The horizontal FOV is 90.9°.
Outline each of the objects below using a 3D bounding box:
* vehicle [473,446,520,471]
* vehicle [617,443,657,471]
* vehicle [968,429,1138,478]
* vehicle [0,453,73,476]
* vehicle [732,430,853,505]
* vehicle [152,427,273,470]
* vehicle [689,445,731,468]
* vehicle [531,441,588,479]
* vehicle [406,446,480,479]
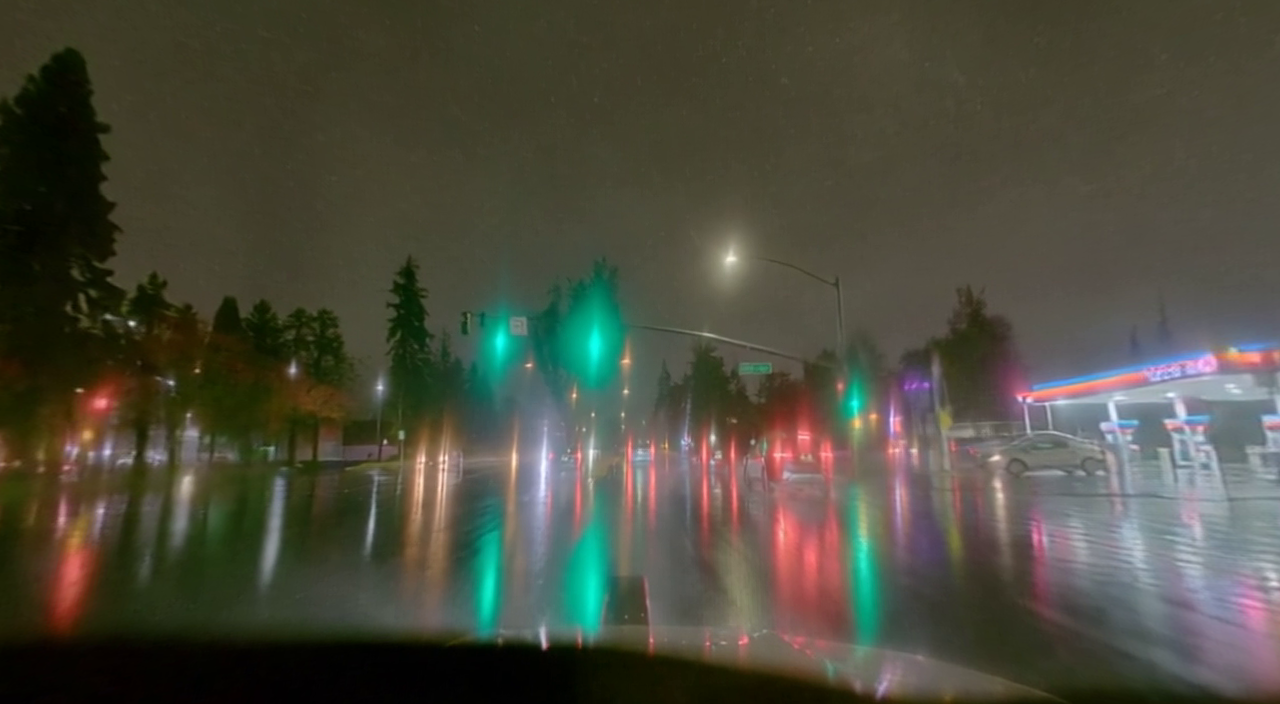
[{"bbox_3d":[-9.022,6.698,39.936,2.001,1.461,3.859,-1,-8,2],"label":"vehicle"},{"bbox_3d":[-0.156,5.937,35.804,2.104,1.477,4.591,0,-8,0],"label":"vehicle"},{"bbox_3d":[17.875,4.420,27.535,5.585,1.866,2.607,-1,-9,-3],"label":"vehicle"},{"bbox_3d":[-45.898,8.453,47.461,2.061,1.595,4.565,0,-9,-1],"label":"vehicle"},{"bbox_3d":[3.763,2.931,16.424,2.022,1.683,4.171,0,-8,-1],"label":"vehicle"},{"bbox_3d":[-33.717,7.627,49.924,7.339,3.284,2.857,0,-9,-1],"label":"vehicle"},{"bbox_3d":[4.630,6.981,42.334,2.174,1.462,4.400,0,-8,-2],"label":"vehicle"},{"bbox_3d":[-3.632,4.944,29.147,2.023,1.607,4.086,0,-8,0],"label":"vehicle"},{"bbox_3d":[-9.553,5.377,31.002,2.023,1.433,4.699,0,-8,1],"label":"vehicle"}]
